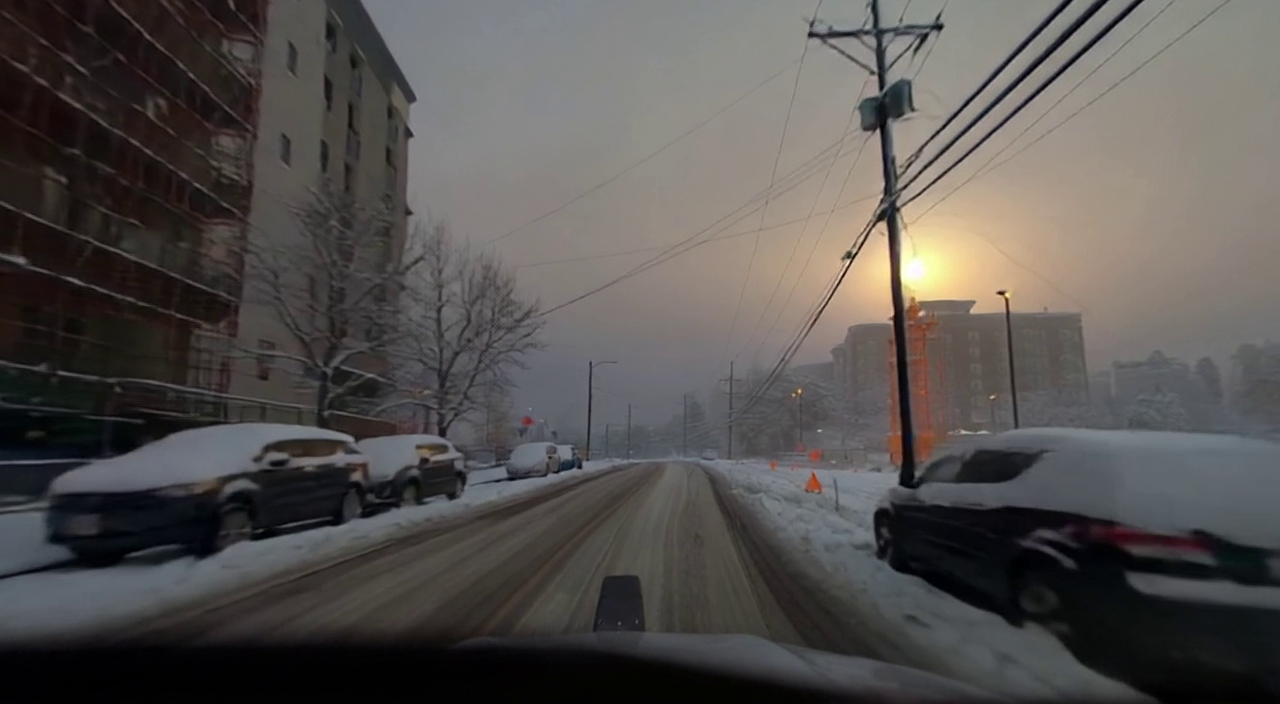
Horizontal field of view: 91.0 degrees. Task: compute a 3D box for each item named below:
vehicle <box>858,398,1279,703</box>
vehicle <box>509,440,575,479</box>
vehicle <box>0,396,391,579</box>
[{"bbox_3d":[3.974,1.531,6.157,2.097,1.777,5.003,0,-9,3],"label":"vehicle"},{"bbox_3d":[-4.379,4.889,28.902,1.998,1.633,4.673,-1,-8,4],"label":"vehicle"},{"bbox_3d":[-5.653,1.757,8.972,1.953,1.871,4.712,-1,-9,5],"label":"vehicle"}]
